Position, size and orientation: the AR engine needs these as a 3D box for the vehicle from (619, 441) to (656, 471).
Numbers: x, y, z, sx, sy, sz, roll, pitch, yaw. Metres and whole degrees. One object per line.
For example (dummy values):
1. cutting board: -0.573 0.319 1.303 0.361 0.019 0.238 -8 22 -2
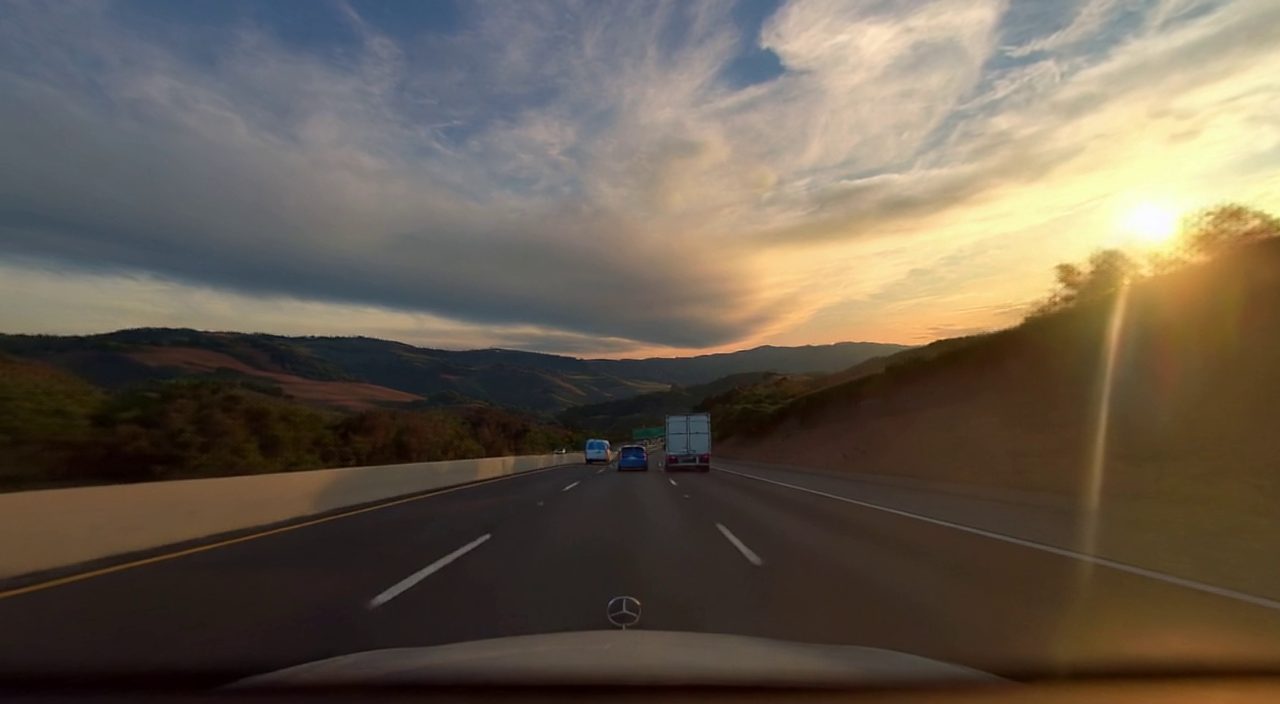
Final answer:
1. vehicle: -0.167 6.437 39.196 2.166 1.747 4.299 0 -9 0
